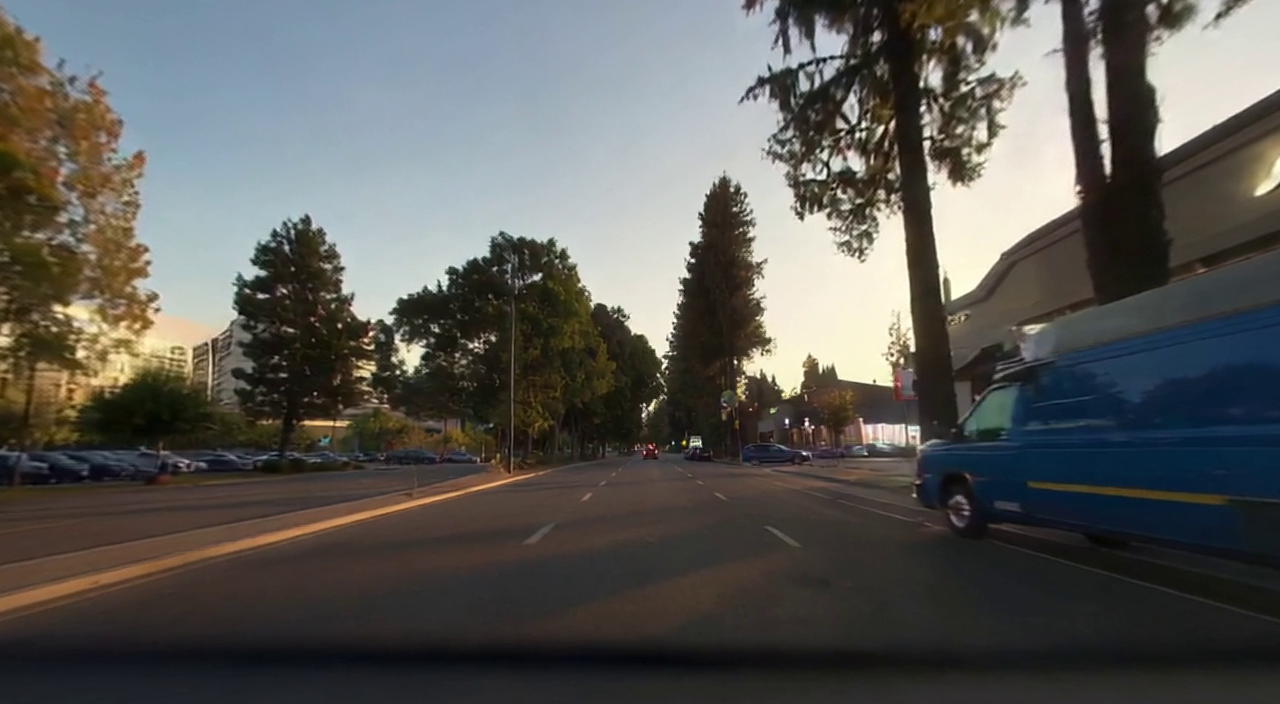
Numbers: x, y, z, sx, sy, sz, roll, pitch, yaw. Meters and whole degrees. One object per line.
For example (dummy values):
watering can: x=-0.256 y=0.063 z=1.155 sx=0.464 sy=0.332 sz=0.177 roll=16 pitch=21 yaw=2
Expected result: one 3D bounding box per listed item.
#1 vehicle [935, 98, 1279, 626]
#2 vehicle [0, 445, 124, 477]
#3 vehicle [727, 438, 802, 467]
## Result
vehicle: x=6.493 y=0.035 z=4.603 sx=3.145 sy=4.015 sz=10.939 roll=0 pitch=-9 yaw=-1
vehicle: x=-32.177 y=6.041 z=35.108 sx=4.796 sy=1.581 sz=2.278 roll=-2 pitch=-9 yaw=-1
vehicle: x=9.687 y=7.801 z=48.999 sx=5.329 sy=2.114 sz=2.325 roll=-3 pitch=-9 yaw=19
